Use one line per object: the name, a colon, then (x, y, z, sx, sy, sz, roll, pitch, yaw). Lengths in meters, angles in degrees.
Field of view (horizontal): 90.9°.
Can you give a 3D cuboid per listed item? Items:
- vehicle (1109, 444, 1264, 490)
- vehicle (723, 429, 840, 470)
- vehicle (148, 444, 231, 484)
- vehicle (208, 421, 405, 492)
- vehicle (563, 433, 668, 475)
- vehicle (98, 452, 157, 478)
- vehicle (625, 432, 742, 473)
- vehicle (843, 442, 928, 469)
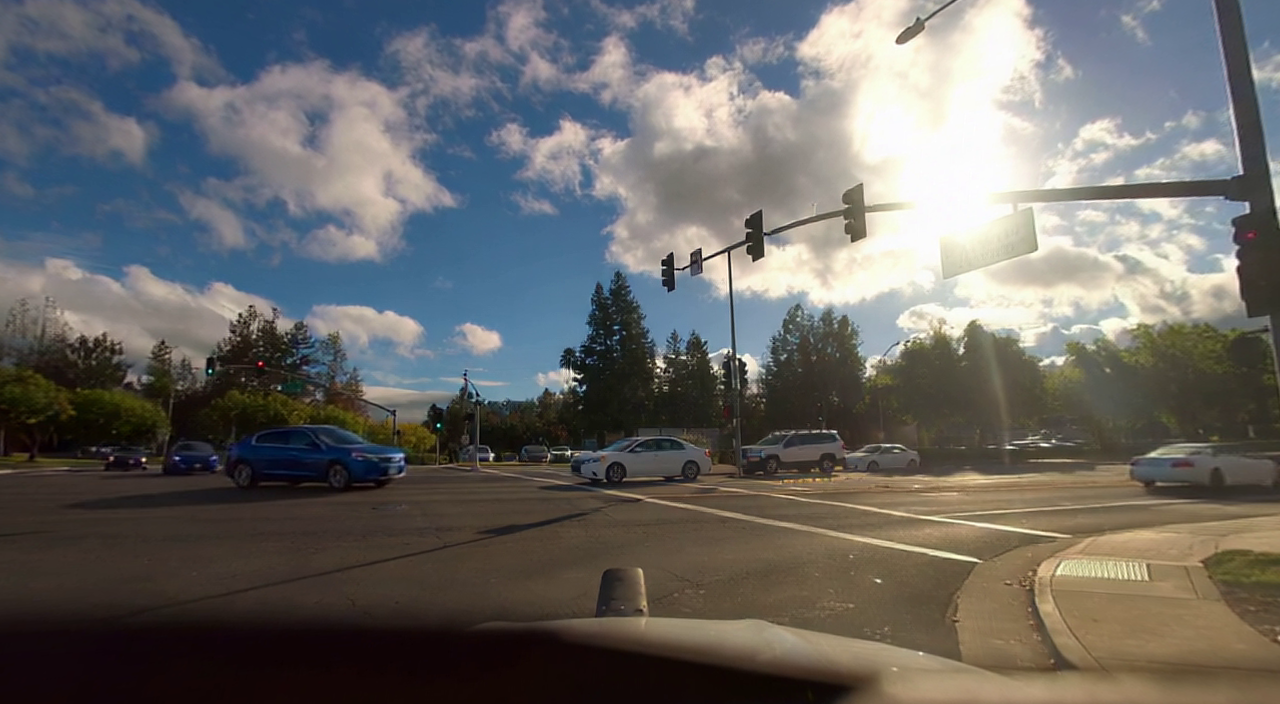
vehicle: (18.736, 3.868, 21.622, 4.686, 1.425, 2.018, 3, -9, -23)
vehicle: (7.319, 5.064, 32.541, 5.791, 1.964, 2.199, 5, -10, -26)
vehicle: (-18.811, 4.592, 26.208, 2.000, 1.484, 4.826, 8, -12, -43)
vehicle: (-9.841, 3.047, 18.565, 5.332, 1.807, 2.450, -5, -10, 28)
vehicle: (-1.083, 4.579, 28.492, 4.360, 1.749, 1.895, 4, -10, -28)
vehicle: (-32.528, 7.124, 39.941, 4.589, 1.462, 1.953, -7, -11, 40)
vehicle: (1.800, 4.141, 26.142, 4.483, 1.589, 1.852, 4, -9, -25)
vehicle: (13.829, 5.783, 35.417, 4.457, 1.429, 1.862, 4, -9, -26)
